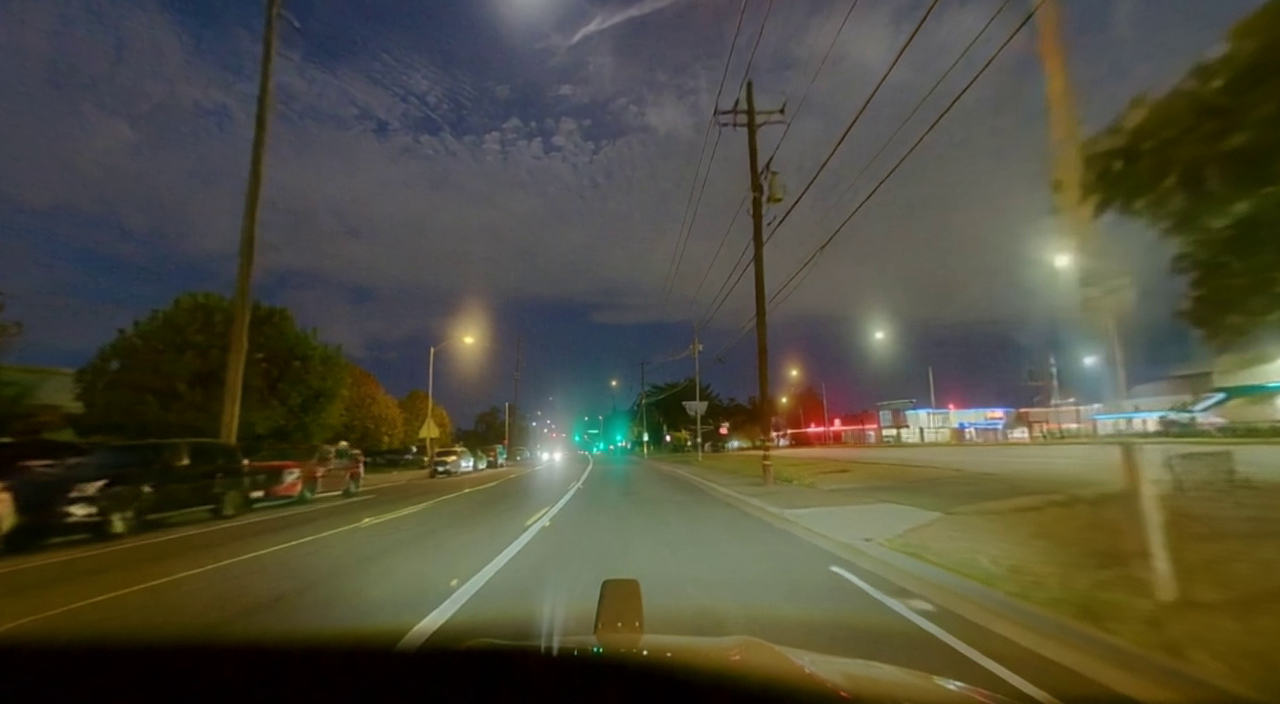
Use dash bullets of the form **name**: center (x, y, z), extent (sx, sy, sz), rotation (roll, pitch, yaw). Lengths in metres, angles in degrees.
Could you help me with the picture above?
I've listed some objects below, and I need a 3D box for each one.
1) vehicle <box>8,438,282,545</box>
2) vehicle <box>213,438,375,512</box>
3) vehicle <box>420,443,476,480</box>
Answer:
- **vehicle**: center (-9.565, 2.684, 12.874), extent (2.027, 1.719, 4.575), rotation (0, -9, -3)
- **vehicle**: center (-9.723, 3.471, 18.402), extent (1.983, 1.799, 5.276), rotation (0, -9, -3)
- **vehicle**: center (-10.670, 6.088, 35.452), extent (2.016, 1.872, 5.297), rotation (0, -9, -6)
